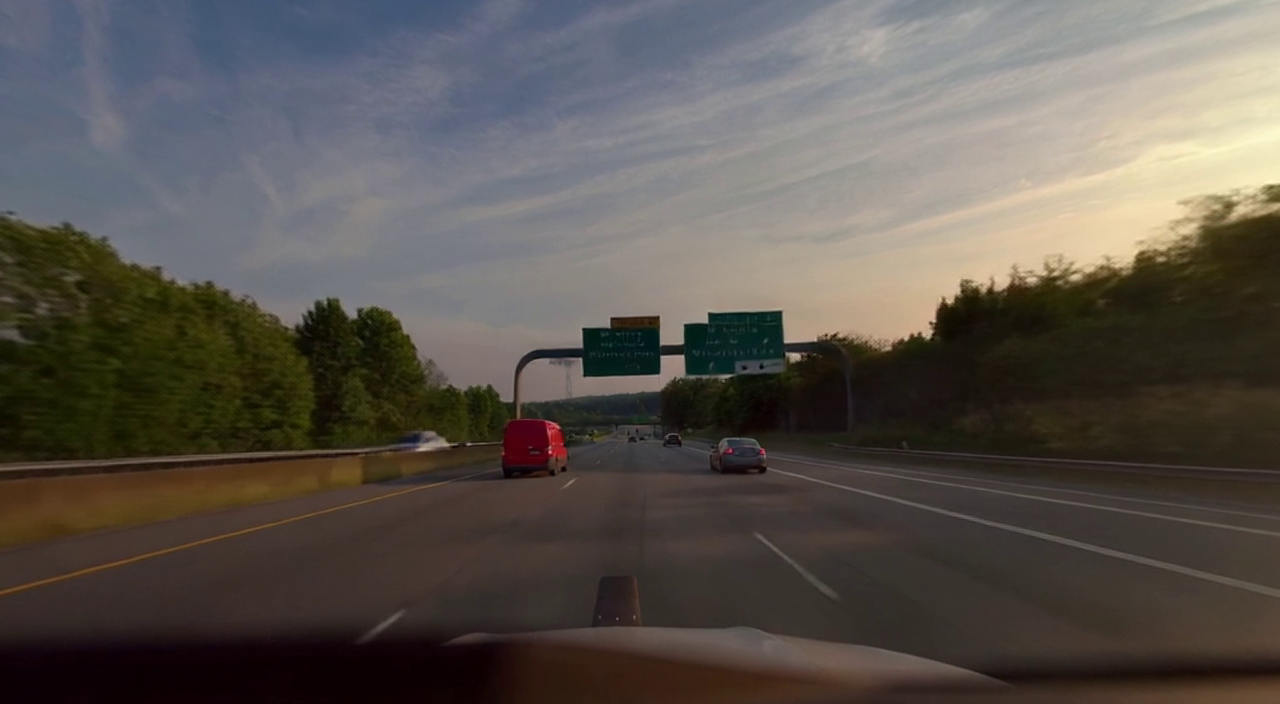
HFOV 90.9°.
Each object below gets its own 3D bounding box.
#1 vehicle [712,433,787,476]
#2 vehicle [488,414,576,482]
[{"bbox_3d":[3.988,3.781,23.640,2.020,1.464,3.803,0,-7,-2],"label":"vehicle"},{"bbox_3d":[-3.580,3.291,21.992,2.275,2.053,5.082,0,-7,-2],"label":"vehicle"}]
